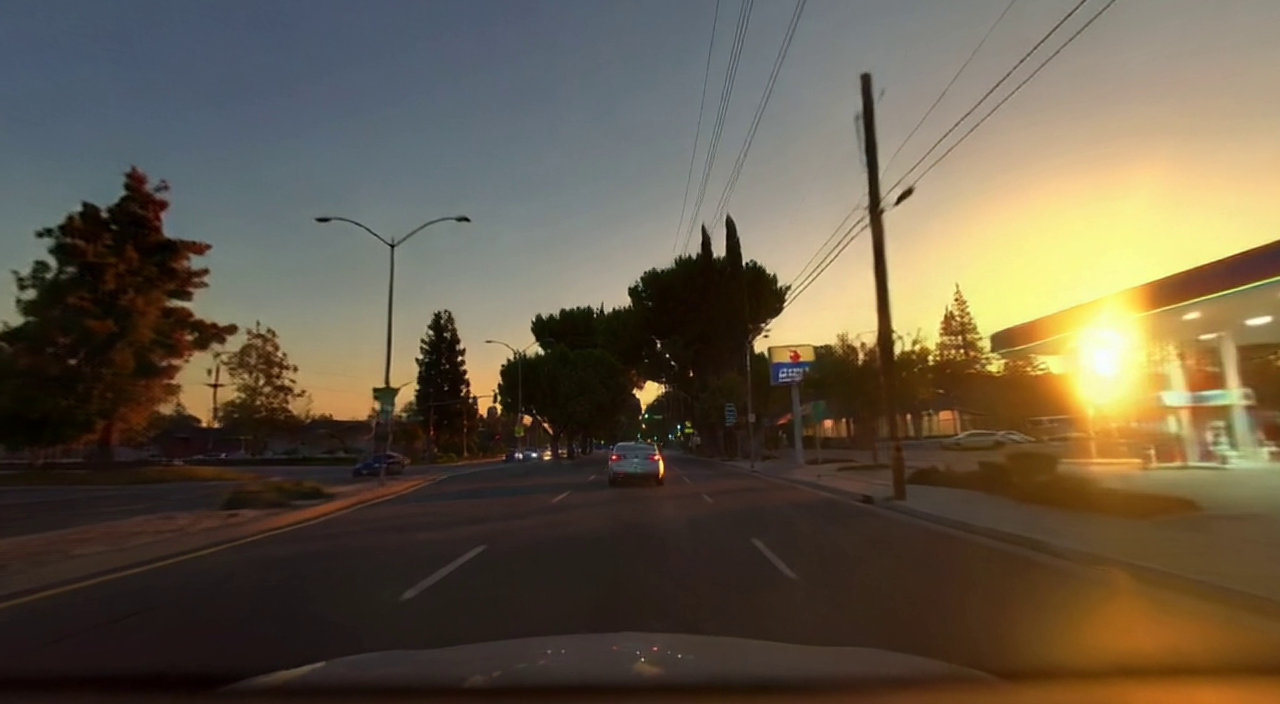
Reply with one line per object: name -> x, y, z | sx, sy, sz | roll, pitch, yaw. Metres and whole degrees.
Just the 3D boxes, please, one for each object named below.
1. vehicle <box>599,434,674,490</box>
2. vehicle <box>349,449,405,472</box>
vehicle -> -0.073, 3.373, 19.603 | 2.062, 1.519, 4.214 | 0, -8, 0
vehicle -> -19.002, 7.815, 45.673 | 1.940, 1.525, 4.654 | 0, -8, 1
